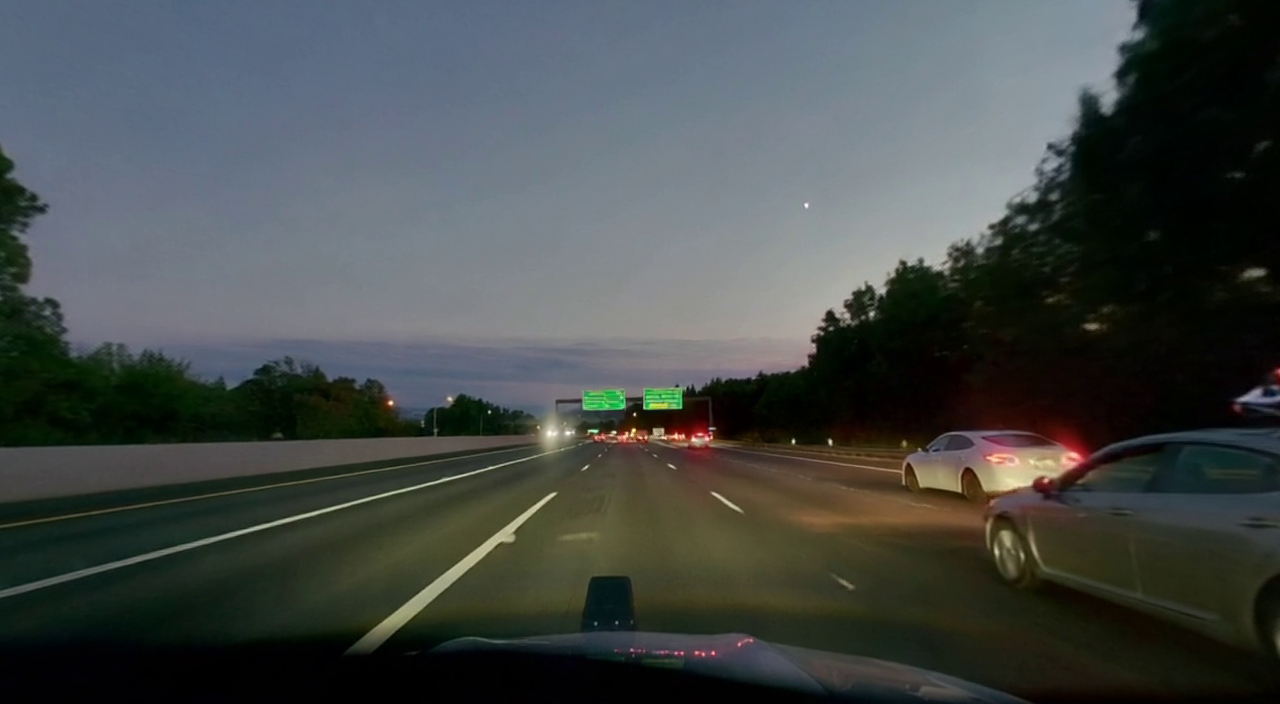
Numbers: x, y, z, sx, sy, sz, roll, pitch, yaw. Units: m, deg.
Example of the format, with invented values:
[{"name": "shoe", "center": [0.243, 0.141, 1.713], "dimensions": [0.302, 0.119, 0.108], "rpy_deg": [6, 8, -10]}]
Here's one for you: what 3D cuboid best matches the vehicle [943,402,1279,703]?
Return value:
[{"name": "vehicle", "center": [3.801, 1.017, 3.262], "dimensions": [2.094, 1.441, 4.568], "rpy_deg": [0, -7, -2]}]
